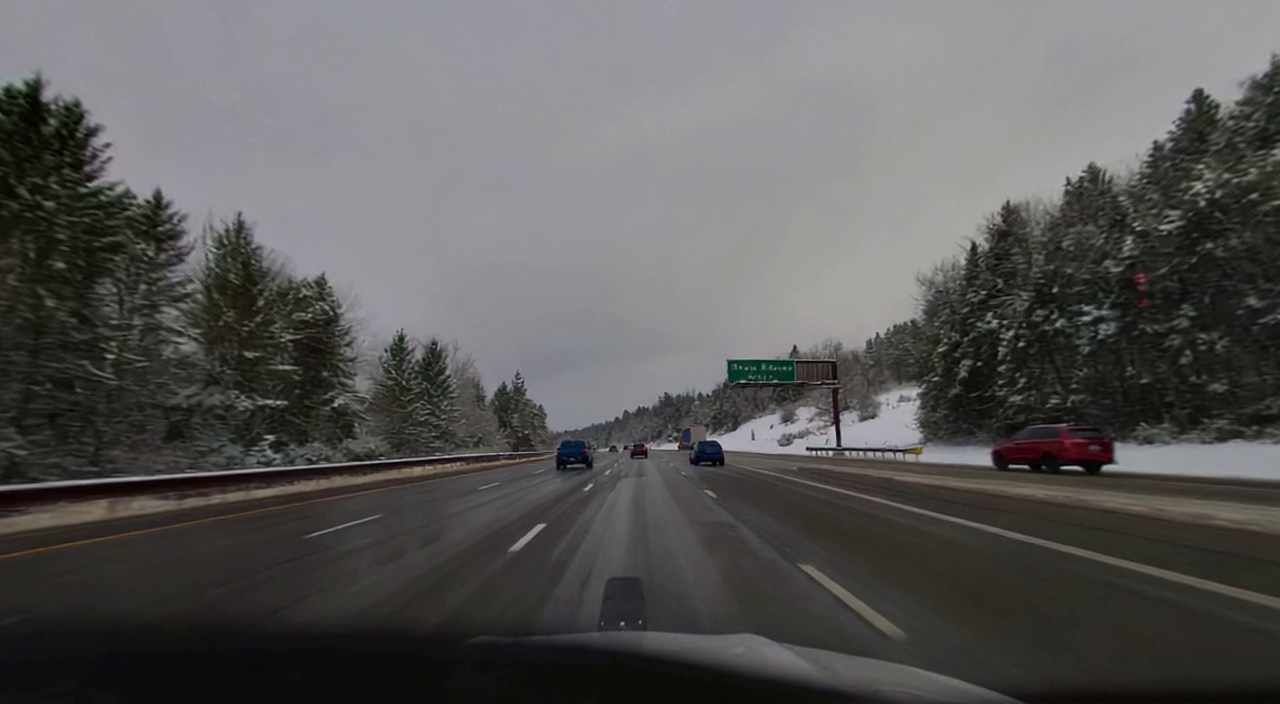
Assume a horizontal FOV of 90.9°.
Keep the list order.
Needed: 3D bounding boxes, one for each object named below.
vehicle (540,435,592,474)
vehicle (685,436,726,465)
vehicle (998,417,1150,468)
[{"bbox_3d":[-3.766,5.318,33.016,2.120,1.855,4.619,0,-8,0],"label":"vehicle"},{"bbox_3d":[4.053,6.189,39.619,1.995,1.712,4.206,0,-8,-1],"label":"vehicle"},{"bbox_3d":[17.702,3.757,26.185,2.308,1.886,5.321,0,-8,-3],"label":"vehicle"}]
